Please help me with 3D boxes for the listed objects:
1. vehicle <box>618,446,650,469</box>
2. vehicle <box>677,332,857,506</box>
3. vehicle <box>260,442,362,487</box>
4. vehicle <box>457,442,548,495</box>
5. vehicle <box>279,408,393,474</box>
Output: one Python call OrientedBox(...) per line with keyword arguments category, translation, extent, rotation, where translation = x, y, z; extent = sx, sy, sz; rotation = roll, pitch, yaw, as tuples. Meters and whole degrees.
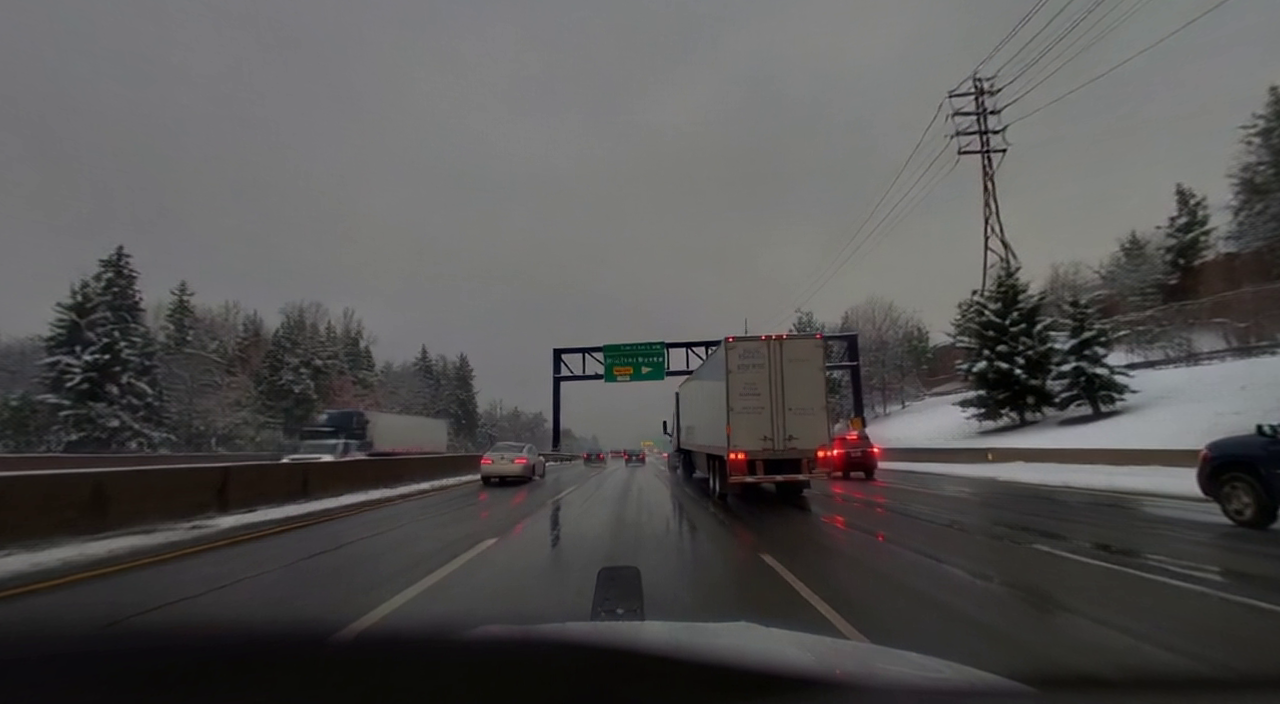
OrientedBox(category="vehicle", translation=(-0.355, 7.079, 42.423), extent=(2.047, 1.485, 3.938), rotation=(0, -8, 1))
OrientedBox(category="vehicle", translation=(3.453, 2.726, 22.955), extent=(2.907, 4.109, 16.177), rotation=(0, -8, -1))
OrientedBox(category="vehicle", translation=(-11.541, 3.928, 22.323), extent=(1.670, 1.451, 3.565), rotation=(0, -8, 0))
OrientedBox(category="vehicle", translation=(-4.271, 3.644, 20.163), extent=(1.968, 1.507, 3.829), rotation=(0, -8, 1))
OrientedBox(category="vehicle", translation=(-18.767, 5.618, 39.617), extent=(3.017, 3.721, 8.231), rotation=(0, -8, 0))
